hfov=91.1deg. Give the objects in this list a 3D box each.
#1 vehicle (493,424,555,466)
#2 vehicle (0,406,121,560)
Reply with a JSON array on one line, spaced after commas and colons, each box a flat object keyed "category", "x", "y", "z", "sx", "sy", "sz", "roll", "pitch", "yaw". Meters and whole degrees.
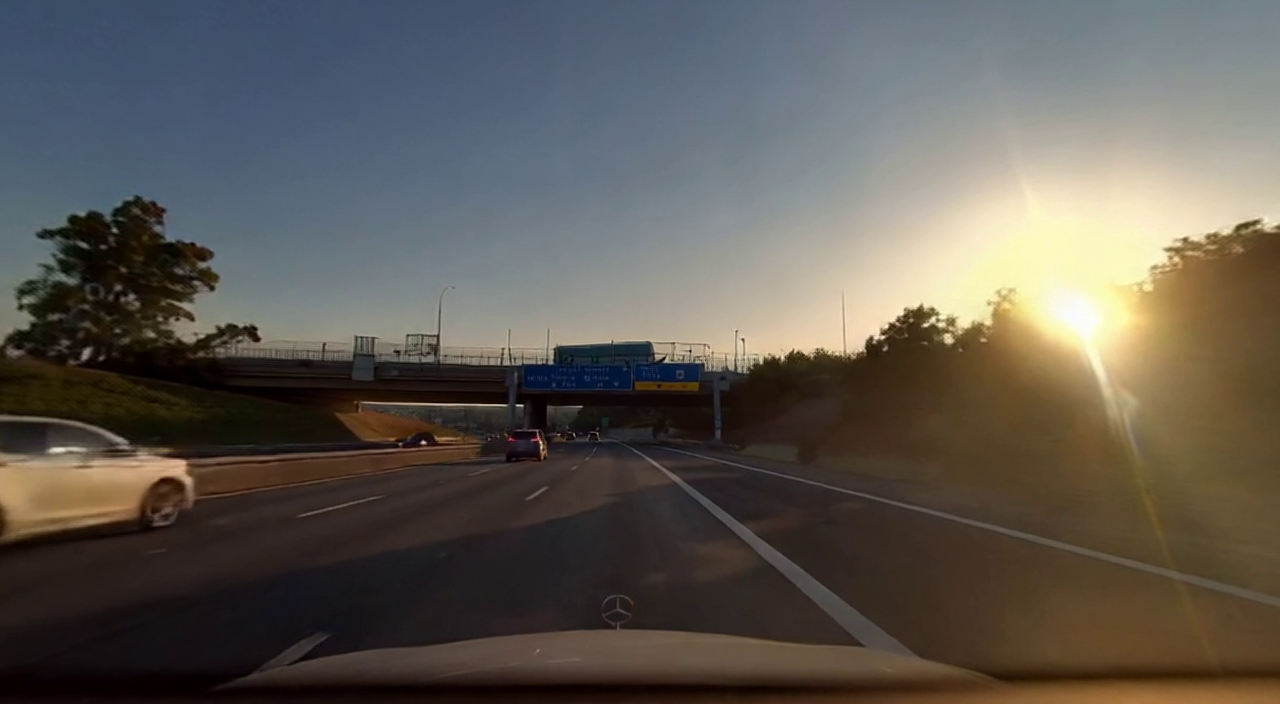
[{"category": "vehicle", "x": -5.104, "y": 4.159, "z": 28.211, "sx": 2.007, "sy": 1.727, "sz": 4.040, "roll": 0, "pitch": -8, "yaw": -1}, {"category": "vehicle", "x": -7.917, "y": 1.283, "z": 5.914, "sx": 2.148, "sy": 1.635, "sz": 4.670, "roll": 1, "pitch": -8, "yaw": -2}]
